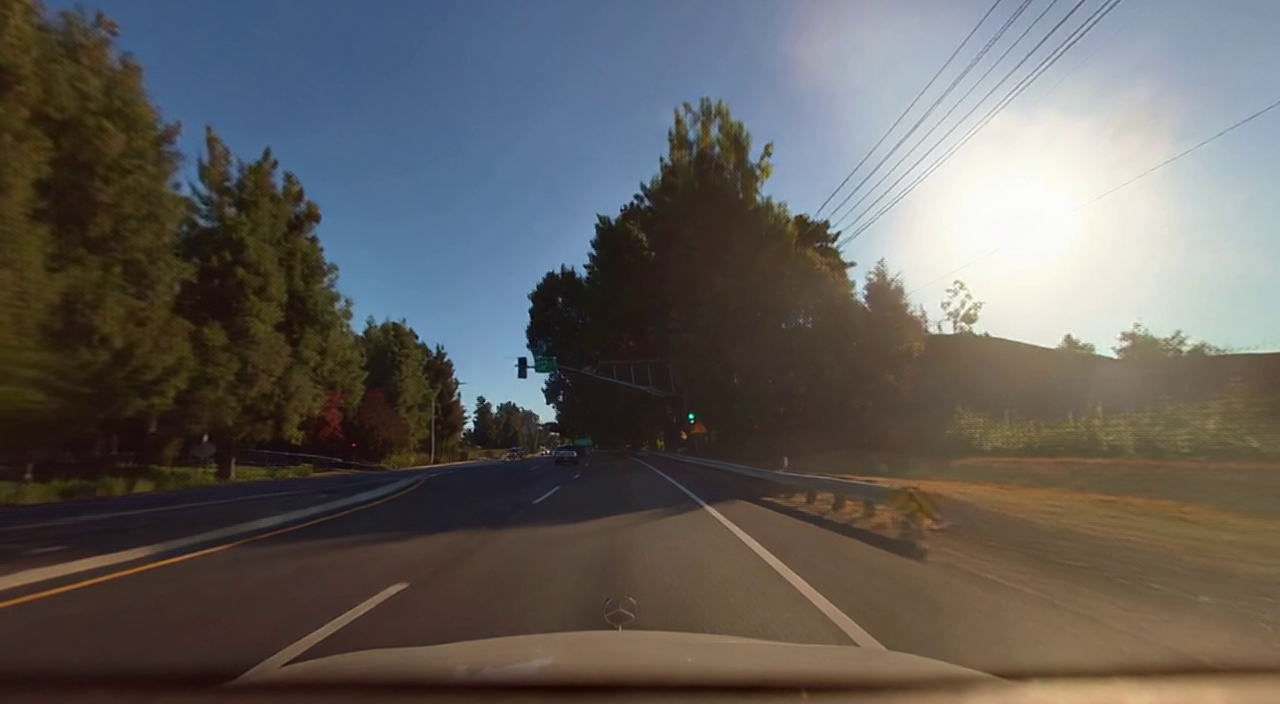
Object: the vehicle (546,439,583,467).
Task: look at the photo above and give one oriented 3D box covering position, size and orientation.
[{"bbox_3d":[-5.447,7.356,46.199,2.246,1.885,5.275,0,-8,-2],"label":"vehicle"}]
